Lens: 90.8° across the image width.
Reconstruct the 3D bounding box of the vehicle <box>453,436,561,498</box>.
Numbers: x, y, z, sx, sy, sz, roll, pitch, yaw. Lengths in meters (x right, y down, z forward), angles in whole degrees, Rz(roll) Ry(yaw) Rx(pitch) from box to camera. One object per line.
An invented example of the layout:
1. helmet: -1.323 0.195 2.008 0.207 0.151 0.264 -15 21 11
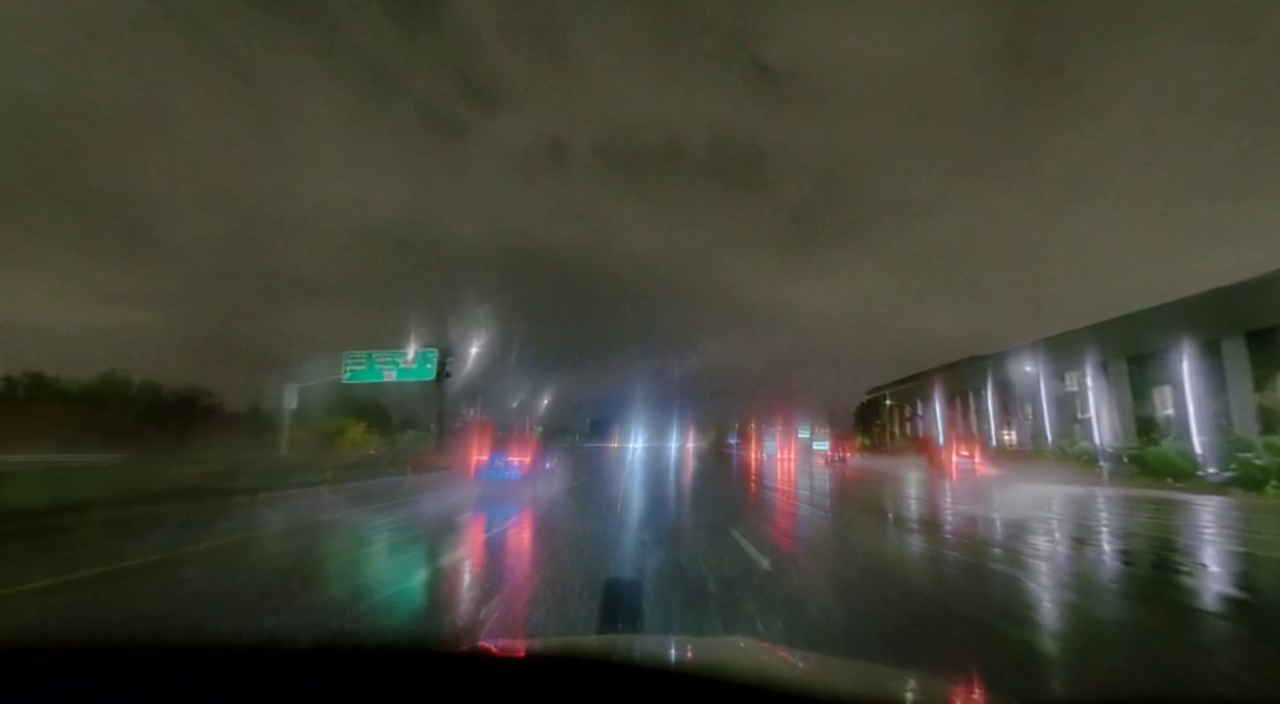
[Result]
1. vehicle: -3.744 3.339 18.781 2.087 1.566 4.756 0 -9 2
